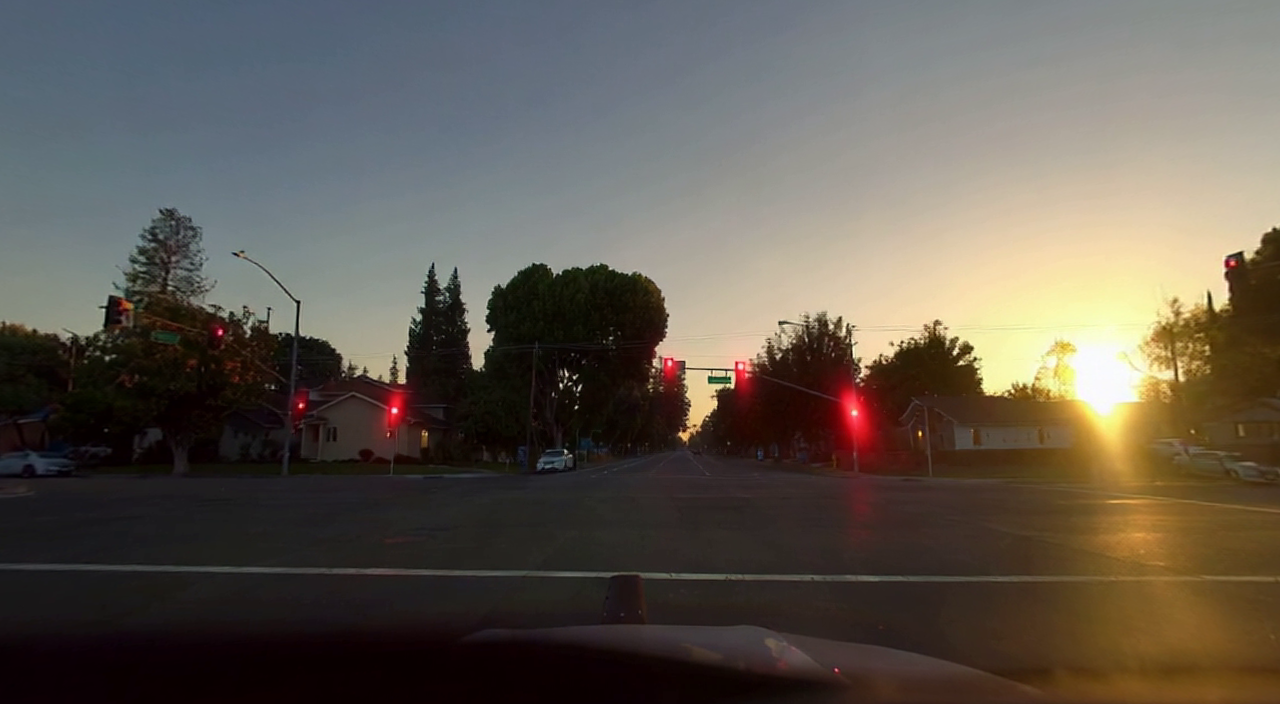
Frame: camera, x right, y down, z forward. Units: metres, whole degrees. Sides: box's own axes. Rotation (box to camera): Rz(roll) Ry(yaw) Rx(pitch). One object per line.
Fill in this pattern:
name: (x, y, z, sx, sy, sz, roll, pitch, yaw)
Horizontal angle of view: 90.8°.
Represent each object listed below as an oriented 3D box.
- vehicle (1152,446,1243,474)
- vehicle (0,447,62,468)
vehicle: (36.767, 7.138, 41.839, 1.853, 1.723, 4.460, 0, -9, 0)
vehicle: (-44.302, 7.549, 45.307, 3.949, 1.422, 1.744, 0, -9, 1)
